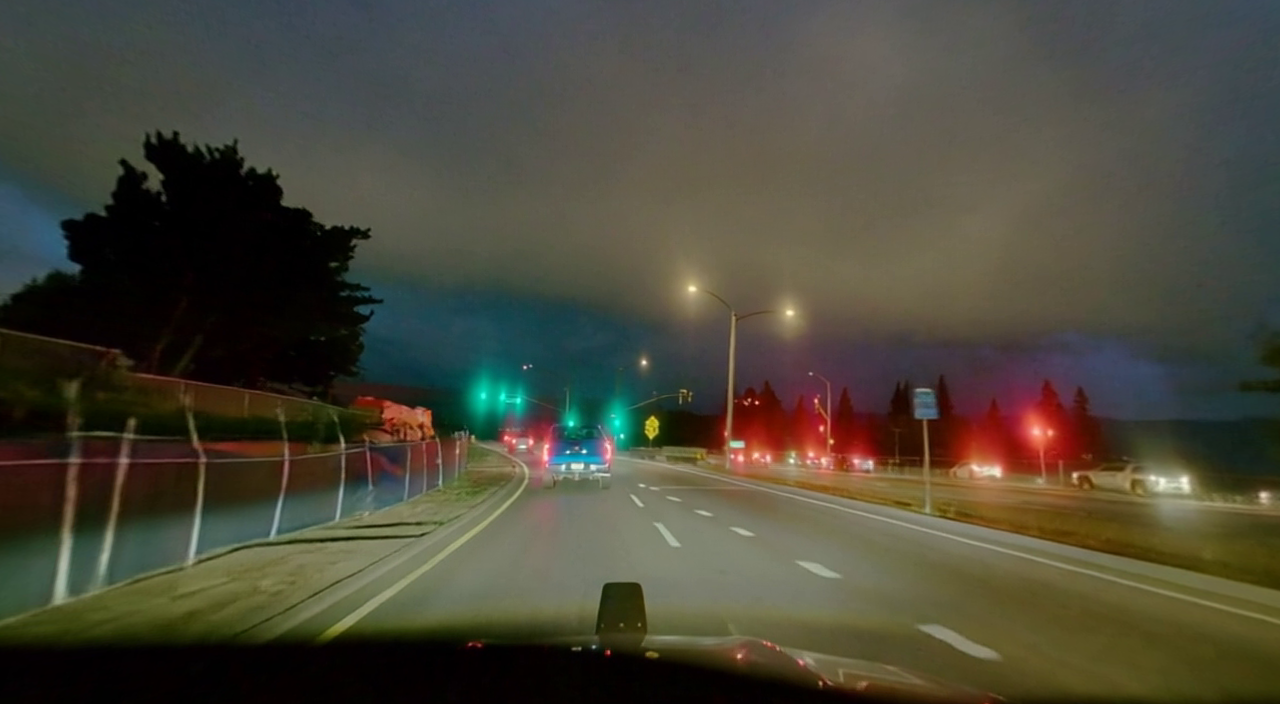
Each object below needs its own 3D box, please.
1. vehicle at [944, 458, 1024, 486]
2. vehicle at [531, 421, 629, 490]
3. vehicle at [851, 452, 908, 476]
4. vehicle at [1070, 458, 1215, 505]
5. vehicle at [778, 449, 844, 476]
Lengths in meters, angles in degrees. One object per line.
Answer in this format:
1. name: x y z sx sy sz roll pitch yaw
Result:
1. vehicle: 20.951 7.282 38.622 1.805 1.494 4.362 2 -8 -12
2. vehicle: -1.793 2.972 18.474 2.436 1.698 5.322 1 -8 -6
3. vehicle: 18.472 8.605 48.891 1.841 1.673 4.470 2 -8 -13
4. vehicle: 22.677 5.804 28.793 1.938 1.781 5.078 1 -8 -9
5. vehicle: 10.374 6.697 38.538 1.838 1.494 4.553 2 -8 -14
